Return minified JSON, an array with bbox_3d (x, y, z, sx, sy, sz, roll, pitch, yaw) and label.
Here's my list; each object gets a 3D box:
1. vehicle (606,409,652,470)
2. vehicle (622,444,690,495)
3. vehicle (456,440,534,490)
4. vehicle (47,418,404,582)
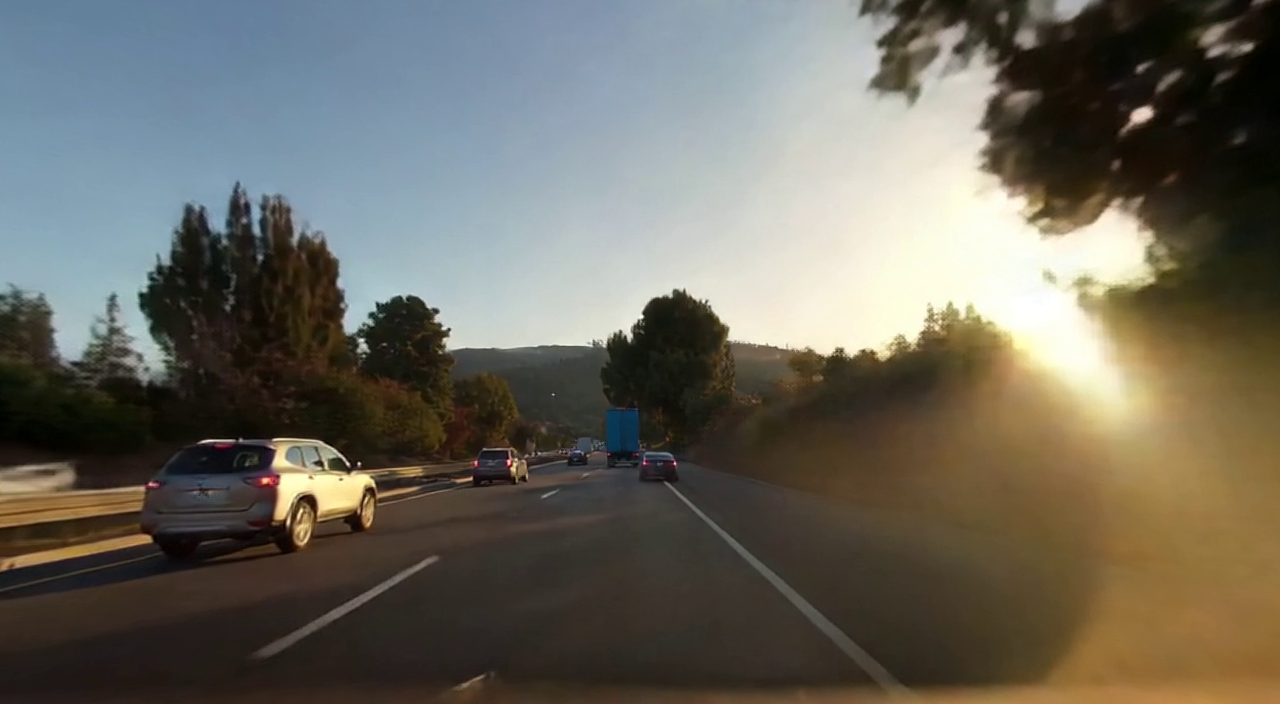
[{"bbox_3d":[-0.953,6.746,47.688,3.113,4.066,10.786,0,-9,-2],"label":"vehicle"},{"bbox_3d":[0.456,3.838,20.823,2.026,1.489,4.045,0,-9,-1],"label":"vehicle"},{"bbox_3d":[-5.353,4.228,23.762,2.035,1.664,4.064,0,-9,-1],"label":"vehicle"},{"bbox_3d":[-5.084,1.849,8.617,2.100,1.671,4.105,0,-9,-1],"label":"vehicle"}]
